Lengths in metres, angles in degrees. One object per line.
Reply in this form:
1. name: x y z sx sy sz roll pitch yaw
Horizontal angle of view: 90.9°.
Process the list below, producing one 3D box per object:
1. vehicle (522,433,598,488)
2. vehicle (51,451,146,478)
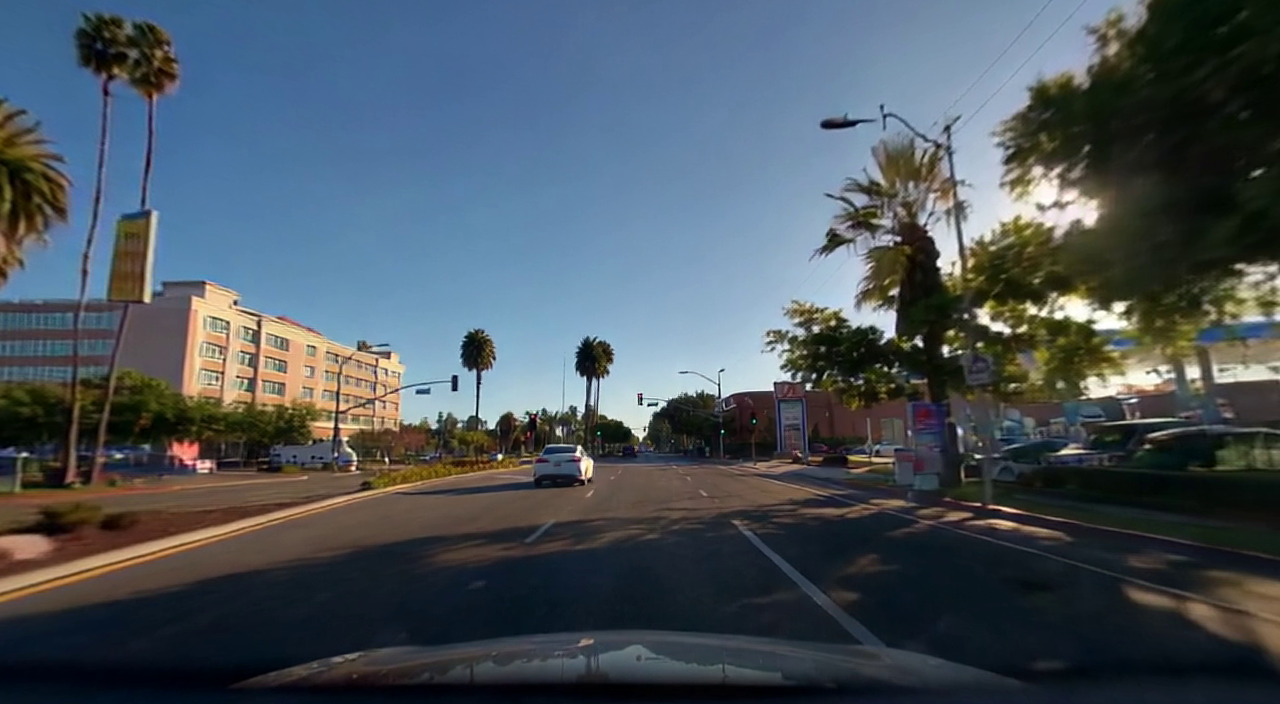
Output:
1. vehicle: -2.737 3.862 22.739 2.011 1.756 4.478 0 -9 2
2. vehicle: -36.257 7.517 42.268 4.553 1.492 1.967 -2 -8 -1
